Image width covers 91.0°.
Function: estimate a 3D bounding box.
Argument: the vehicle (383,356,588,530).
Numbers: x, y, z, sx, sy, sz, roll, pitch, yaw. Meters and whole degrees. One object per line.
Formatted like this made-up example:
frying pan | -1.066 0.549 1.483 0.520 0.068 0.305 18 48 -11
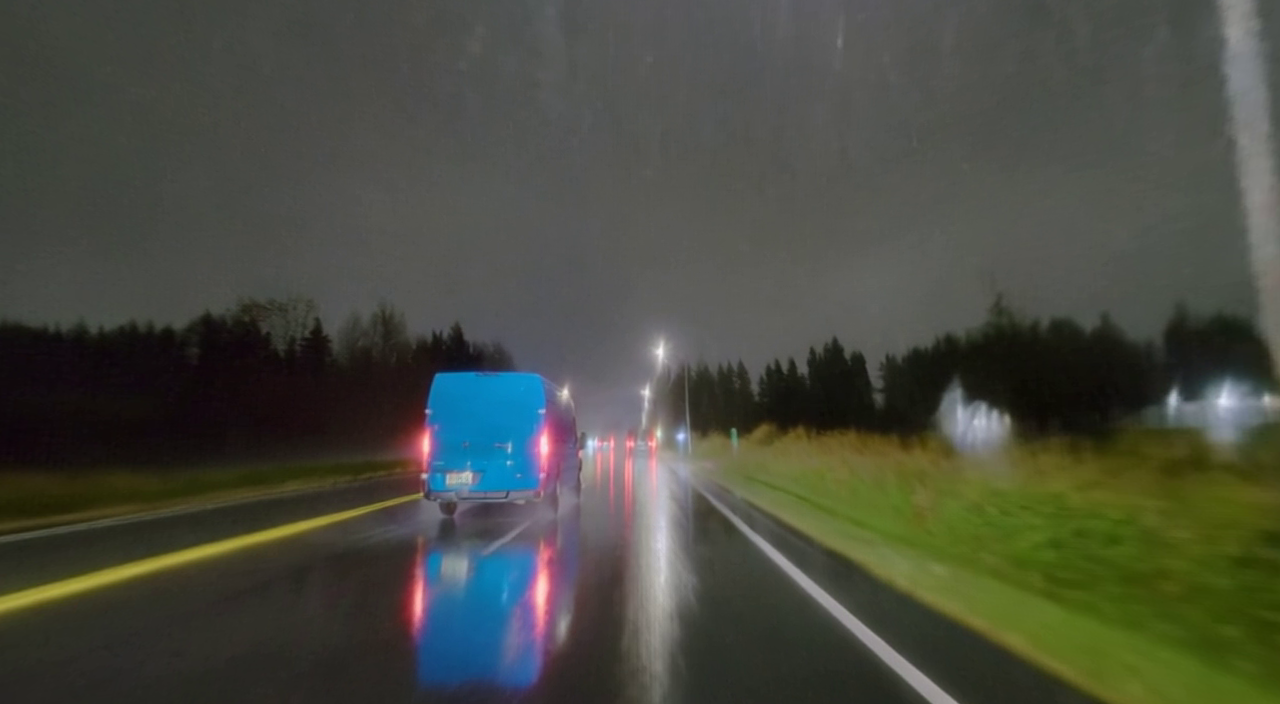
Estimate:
vehicle | -2.567 1.786 12.567 2.497 2.628 6.016 0 -8 1
